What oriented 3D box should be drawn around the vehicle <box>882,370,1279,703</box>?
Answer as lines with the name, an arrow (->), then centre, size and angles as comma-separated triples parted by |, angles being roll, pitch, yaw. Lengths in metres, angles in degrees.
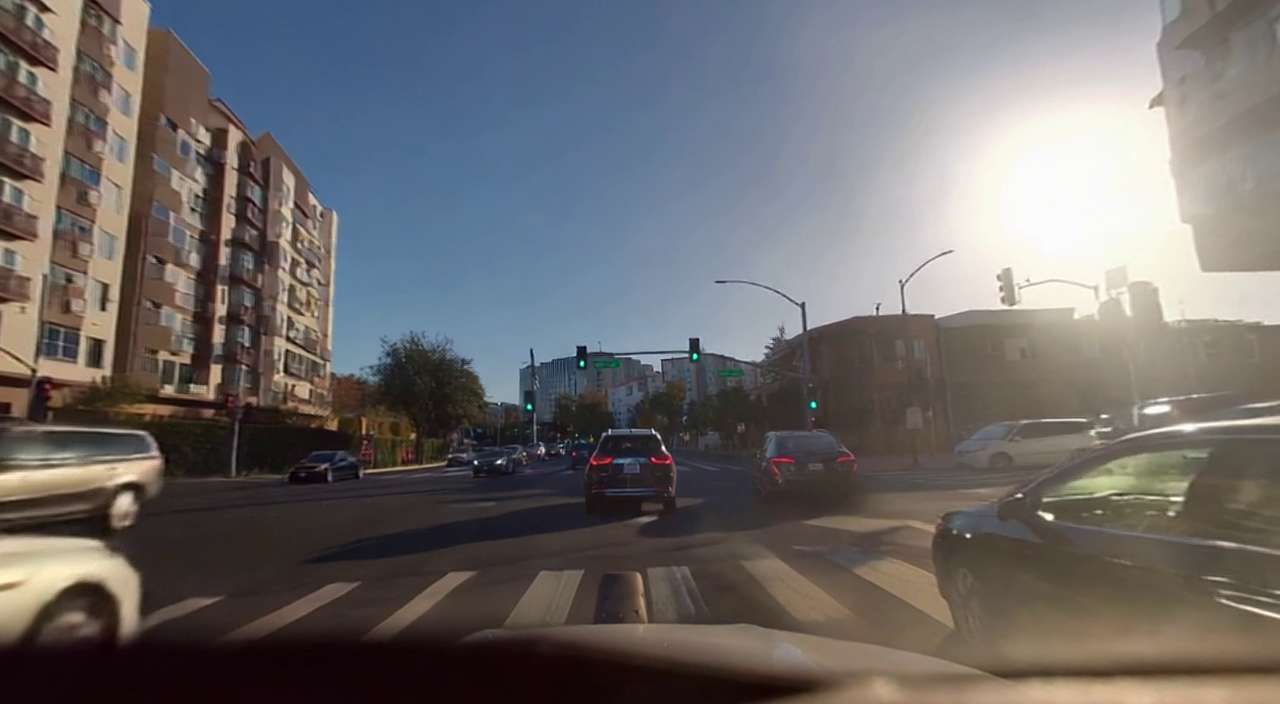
vehicle -> 3.146, 1.068, 3.514 | 1.906, 1.608, 4.137 | 0, -8, -1

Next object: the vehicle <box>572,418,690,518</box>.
vehicle -> -0.143, 2.559, 14.566 | 2.206, 1.858, 5.332 | 0, -8, 1

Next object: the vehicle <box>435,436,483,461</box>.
vehicle -> -13.260, 7.085, 46.637 | 1.964, 1.712, 5.236 | 0, -8, 0

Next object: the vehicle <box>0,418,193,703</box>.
vehicle -> -3.741, 0.849, 1.411 | 2.055, 1.488, 4.733 | 0, -8, -1

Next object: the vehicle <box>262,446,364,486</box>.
vehicle -> -13.469, 4.678, 26.351 | 1.943, 1.487, 4.472 | 0, -8, -1
